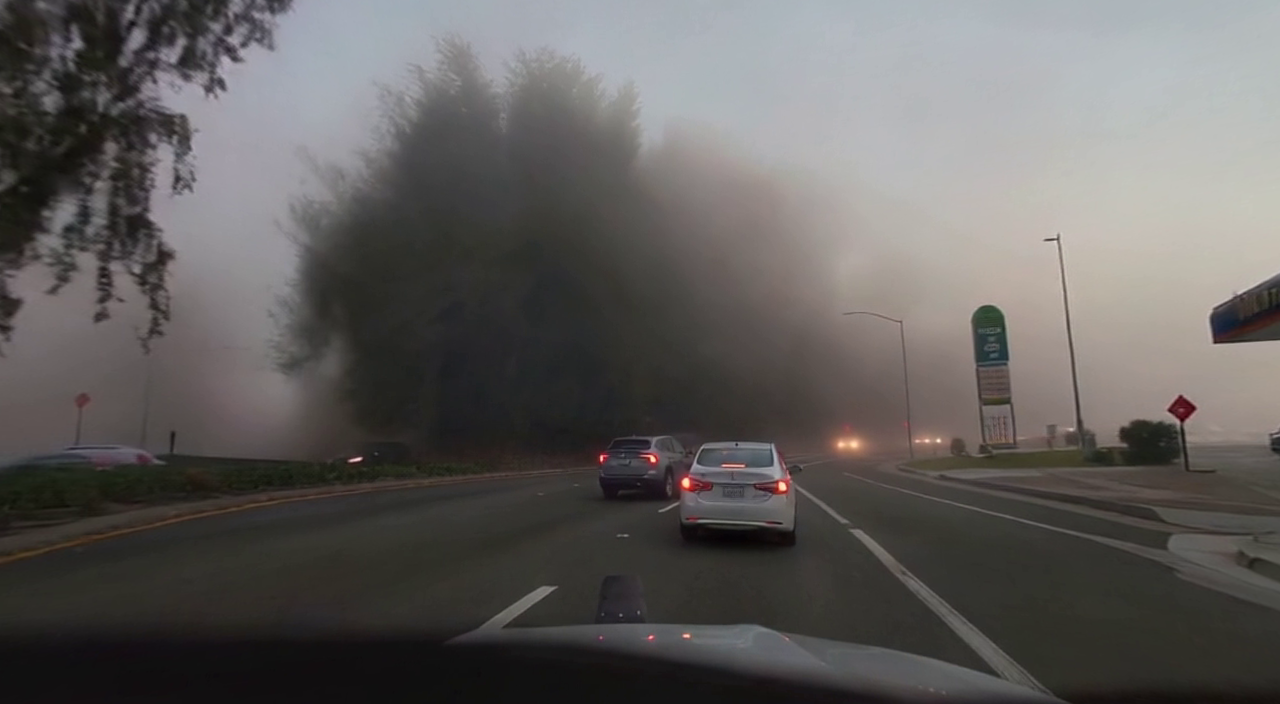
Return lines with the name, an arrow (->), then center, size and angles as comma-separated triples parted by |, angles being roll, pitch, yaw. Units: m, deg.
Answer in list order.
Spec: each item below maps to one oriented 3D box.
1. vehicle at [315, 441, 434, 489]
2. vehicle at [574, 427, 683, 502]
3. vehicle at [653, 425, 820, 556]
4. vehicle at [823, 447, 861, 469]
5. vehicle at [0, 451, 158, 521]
vehicle -> -10.196, 4.357, 24.658 | 2.088, 1.693, 4.491 | -2, -9, 10
vehicle -> -0.152, 3.081, 17.686 | 2.102, 1.774, 4.662 | -2, -9, 11
vehicle -> 1.585, 2.017, 9.897 | 2.060, 1.580, 3.980 | -2, -9, 12
vehicle -> 14.659, 7.703, 45.896 | 1.916, 1.462, 4.487 | -1, -9, 9
vehicle -> -15.288, 3.299, 15.852 | 1.894, 1.528, 4.849 | -2, -9, 11
